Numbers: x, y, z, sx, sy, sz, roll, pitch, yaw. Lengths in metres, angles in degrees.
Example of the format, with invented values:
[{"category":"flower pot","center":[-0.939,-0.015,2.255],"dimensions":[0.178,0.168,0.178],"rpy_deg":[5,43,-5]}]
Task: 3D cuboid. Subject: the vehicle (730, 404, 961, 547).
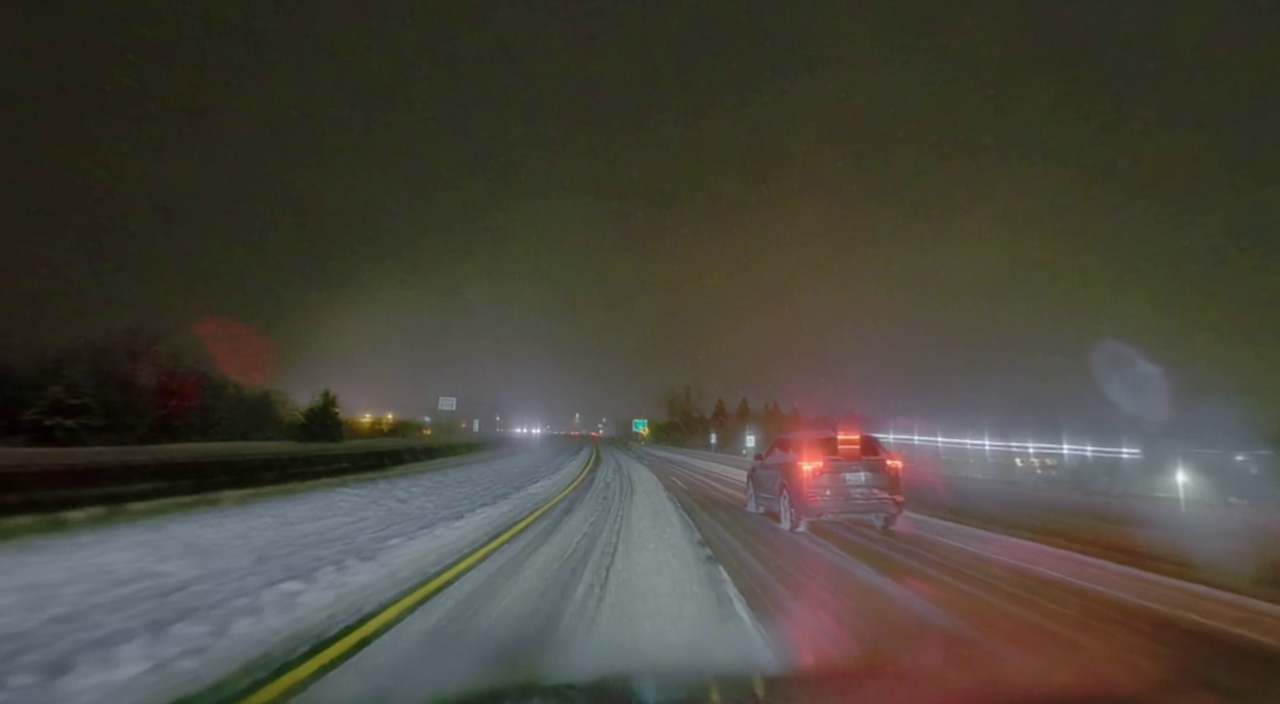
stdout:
[{"category":"vehicle","center":[2.802,1.815,9.819],"dimensions":[2.059,1.715,4.192],"rpy_deg":[0,-8,-2]}]
